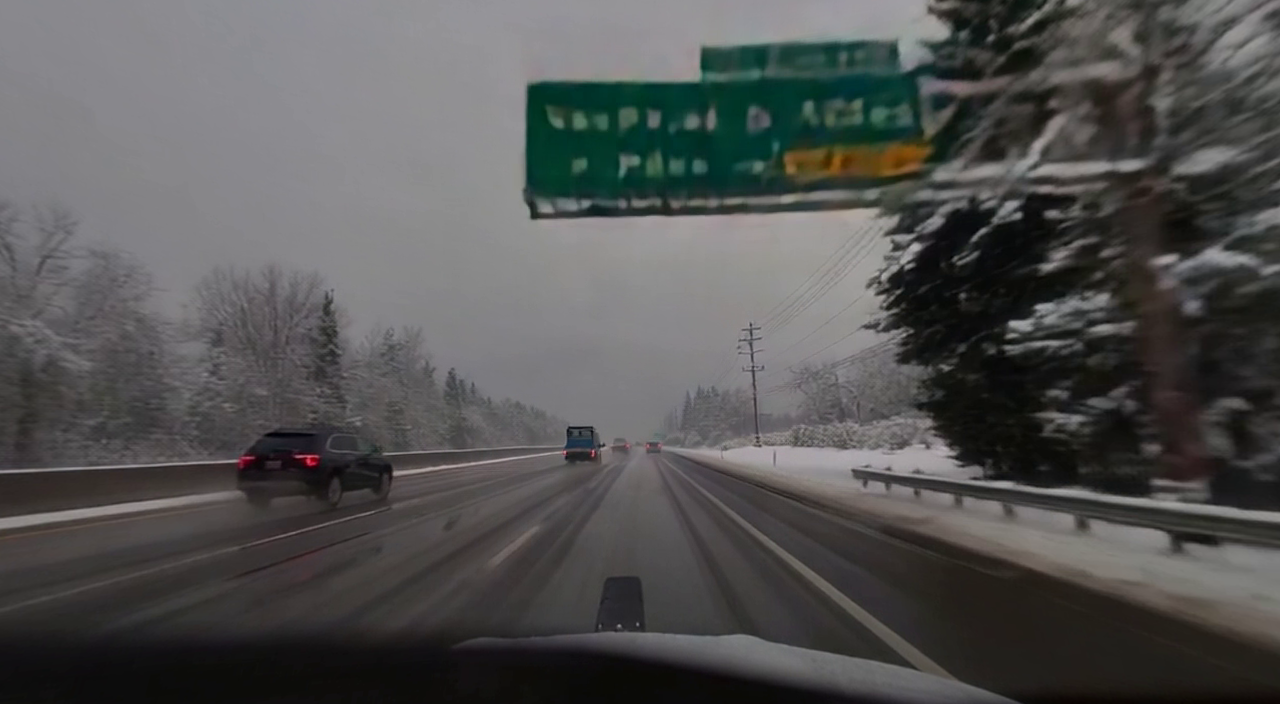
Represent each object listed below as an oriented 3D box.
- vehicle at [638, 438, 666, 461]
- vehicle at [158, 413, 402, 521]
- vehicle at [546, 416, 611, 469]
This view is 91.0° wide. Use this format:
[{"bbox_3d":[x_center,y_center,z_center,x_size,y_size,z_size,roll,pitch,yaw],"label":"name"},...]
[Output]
[{"bbox_3d":[0.957,7.400,47.696,2.038,1.677,4.219,0,-9,2],"label":"vehicle"},{"bbox_3d":[-7.410,2.442,13.895,2.192,1.893,5.330,0,-9,0],"label":"vehicle"},{"bbox_3d":[-3.549,5.647,39.020,2.915,2.885,9.394,0,-9,1],"label":"vehicle"}]
